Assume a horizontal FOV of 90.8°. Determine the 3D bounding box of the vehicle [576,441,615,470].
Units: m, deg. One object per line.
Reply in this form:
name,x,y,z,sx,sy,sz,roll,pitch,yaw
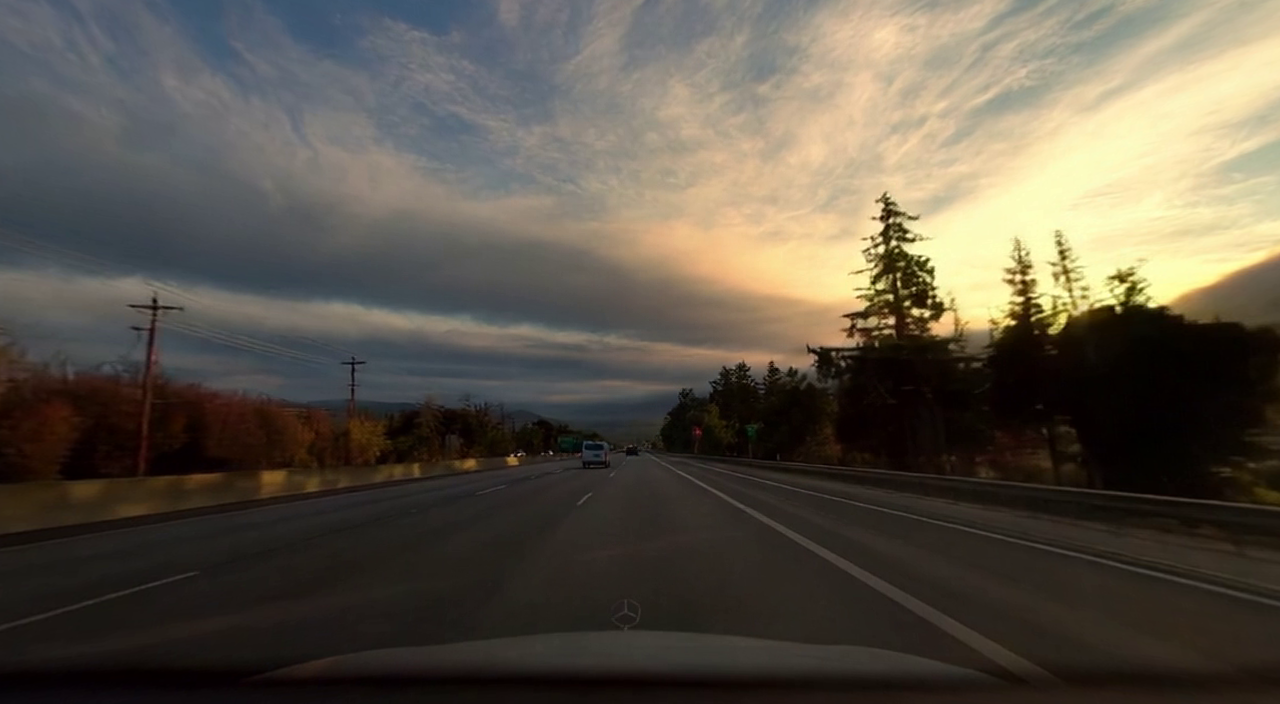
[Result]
vehicle,-3.129,7.416,45.483,2.349,1.973,5.419,0,-9,0
